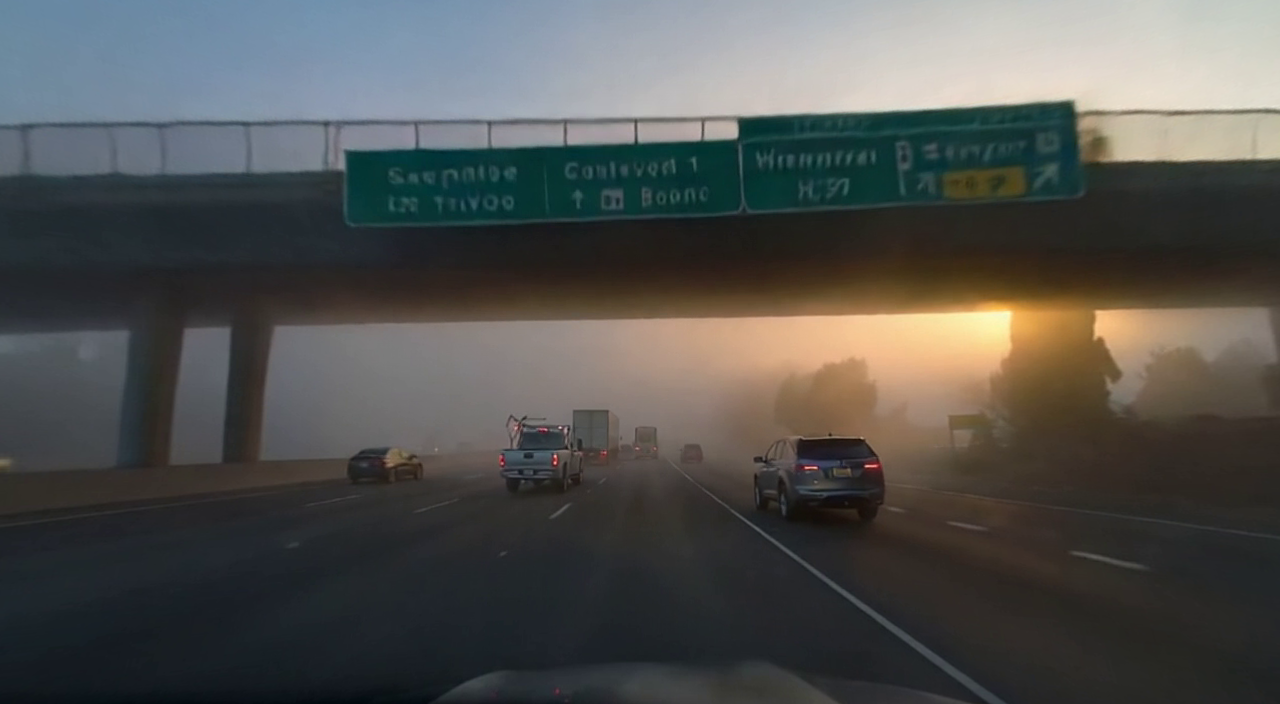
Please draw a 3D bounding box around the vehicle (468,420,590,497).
[{"bbox_3d":[-3.233,3.327,20.181,2.645,2.023,6.491,-1,-8,1],"label":"vehicle"}]

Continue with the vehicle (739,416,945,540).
[{"bbox_3d":[3.083,2.031,10.790,2.028,1.658,4.334,0,-8,-1],"label":"vehicle"}]

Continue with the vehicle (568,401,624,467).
[{"bbox_3d":[-2.990,6.337,47.631,2.869,4.108,15.564,-1,-8,1],"label":"vehicle"}]

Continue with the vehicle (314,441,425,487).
[{"bbox_3d":[-9.968,4.143,23.726,1.981,1.495,4.834,0,-8,1],"label":"vehicle"}]
